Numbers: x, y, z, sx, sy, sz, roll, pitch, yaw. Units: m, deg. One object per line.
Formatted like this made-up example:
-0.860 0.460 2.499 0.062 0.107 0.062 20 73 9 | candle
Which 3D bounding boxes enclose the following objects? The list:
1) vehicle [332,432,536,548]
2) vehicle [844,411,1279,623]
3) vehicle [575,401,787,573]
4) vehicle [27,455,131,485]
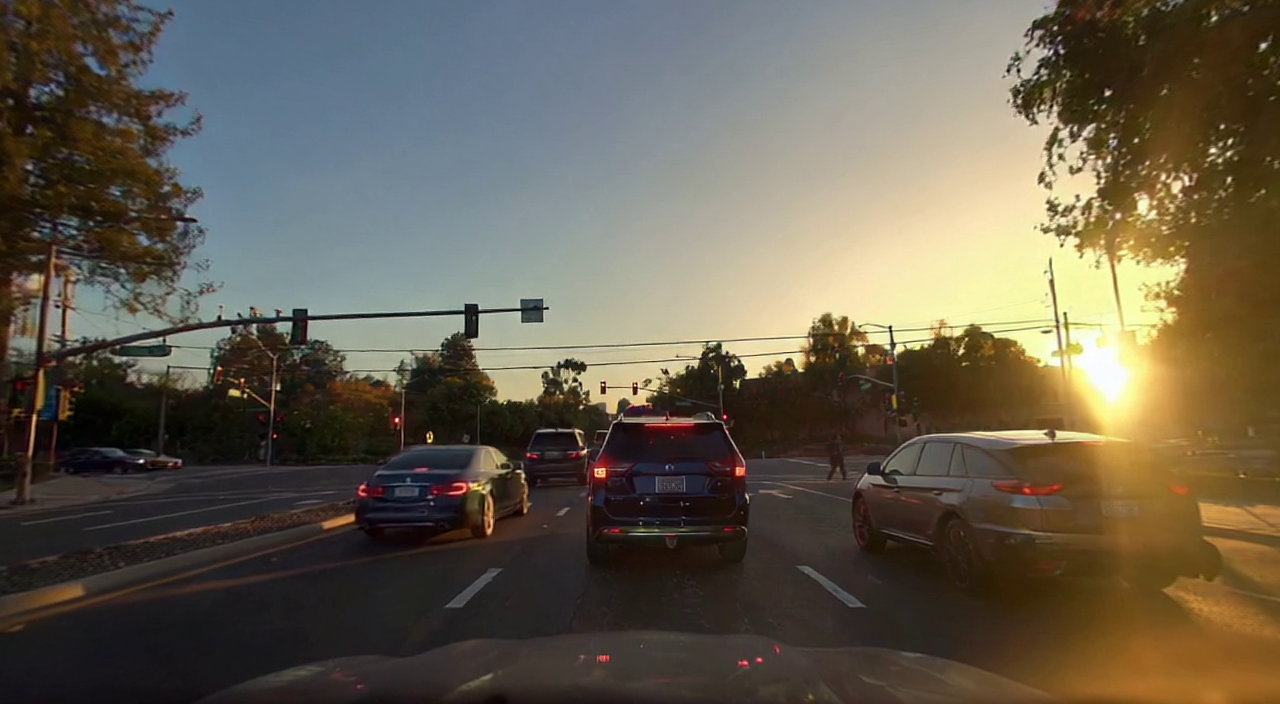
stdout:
-3.036 2.117 10.401 1.876 1.497 4.308 0 -8 1 | vehicle
3.916 1.551 6.861 1.954 1.592 3.992 0 -8 -2 | vehicle
0.409 1.711 8.737 2.172 1.764 4.338 0 -8 0 | vehicle
-32.910 6.913 37.040 4.395 1.636 1.926 -1 -8 6 | vehicle
